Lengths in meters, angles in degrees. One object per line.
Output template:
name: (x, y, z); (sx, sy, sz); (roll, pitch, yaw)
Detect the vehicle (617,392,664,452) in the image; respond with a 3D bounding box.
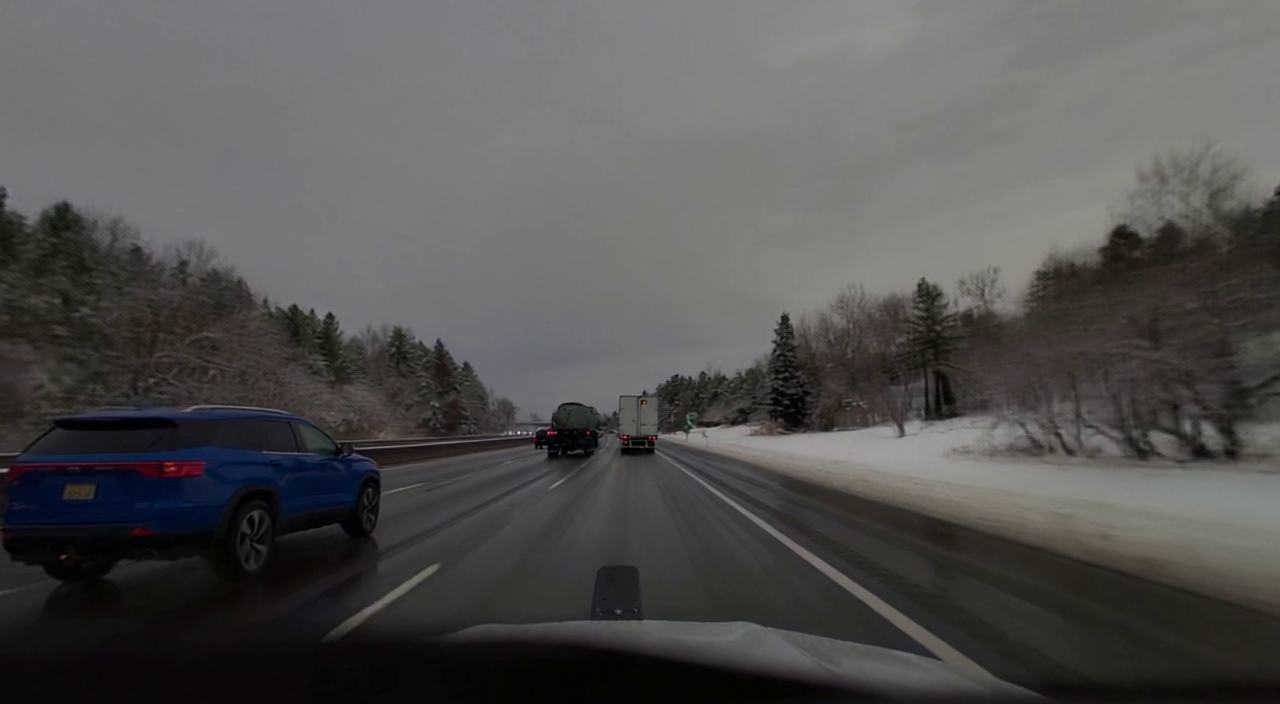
vehicle: (-0.097, 5.209, 45.806); (3.078, 3.955, 8.774); (0, -8, -2)

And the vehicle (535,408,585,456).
vehicle: (-4.868, 4.991, 39.195); (2.383, 2.726, 5.677); (0, -8, 0)

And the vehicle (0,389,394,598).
vehicle: (-4.820, 1.431, 7.354); (2.089, 1.669, 4.515); (0, -8, -1)
